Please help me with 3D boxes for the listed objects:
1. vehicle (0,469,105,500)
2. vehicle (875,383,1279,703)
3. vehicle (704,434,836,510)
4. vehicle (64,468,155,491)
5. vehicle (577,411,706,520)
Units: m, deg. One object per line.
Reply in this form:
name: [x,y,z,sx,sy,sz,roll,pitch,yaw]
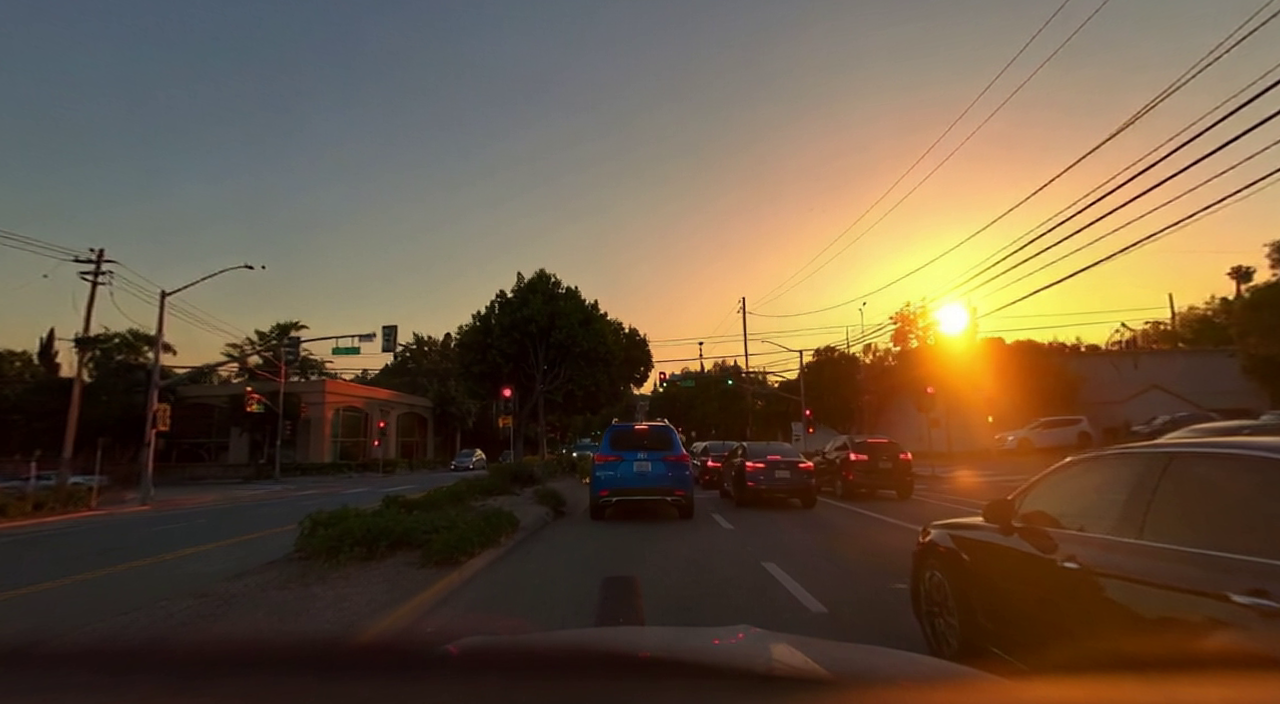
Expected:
vehicle: [-33.260,7.411,35.443,4.550,1.601,1.766,1,-9,-7]
vehicle: [2.770,0.932,2.500,2.004,1.460,4.297,0,-9,0]
vehicle: [2.790,2.694,14.663,2.025,1.477,4.333,0,-9,-1]
vehicle: [-37.897,9.115,45.242,4.569,1.505,1.992,1,-9,-5]
vehicle: [0.008,2.334,13.424,2.236,1.856,4.816,0,-9,0]
